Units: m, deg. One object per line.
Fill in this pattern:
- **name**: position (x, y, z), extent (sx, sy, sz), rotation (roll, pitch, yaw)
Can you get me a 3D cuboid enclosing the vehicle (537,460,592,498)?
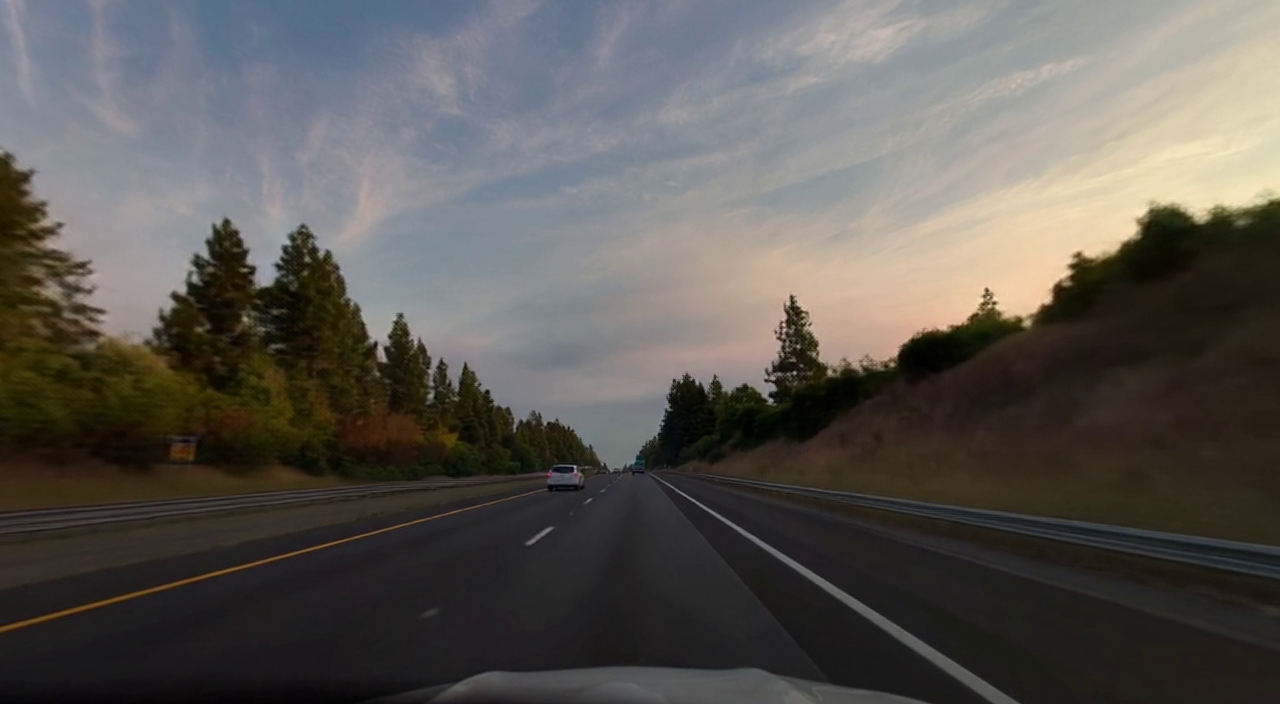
- **vehicle**: position (-3.292, 5.642, 28.163), extent (1.900, 1.550, 4.146), rotation (1, -10, 0)
